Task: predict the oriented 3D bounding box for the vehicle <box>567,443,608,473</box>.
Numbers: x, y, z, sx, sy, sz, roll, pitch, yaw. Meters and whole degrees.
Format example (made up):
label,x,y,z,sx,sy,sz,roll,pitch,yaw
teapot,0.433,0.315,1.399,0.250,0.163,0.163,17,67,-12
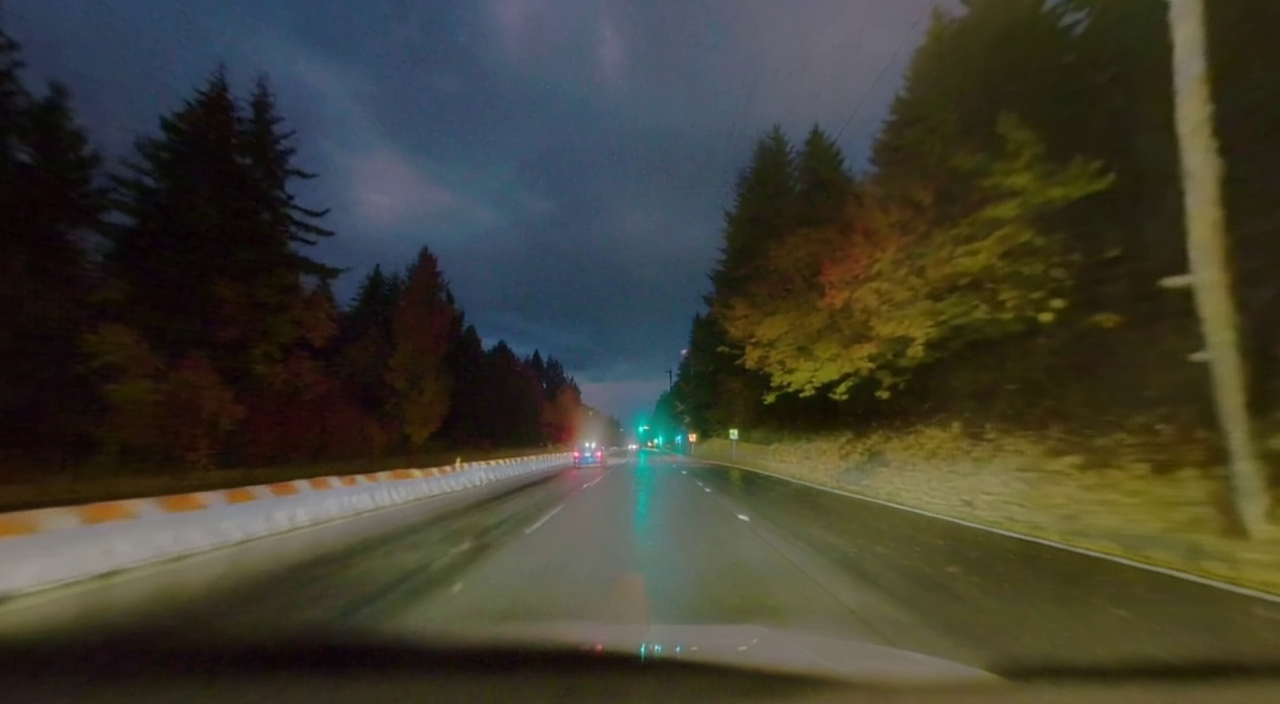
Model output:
label,x,y,z,sx,sy,sz,roll,pitch,yaw
vehicle,-2.808,5.770,34.470,1.902,1.505,4.016,0,-9,0
